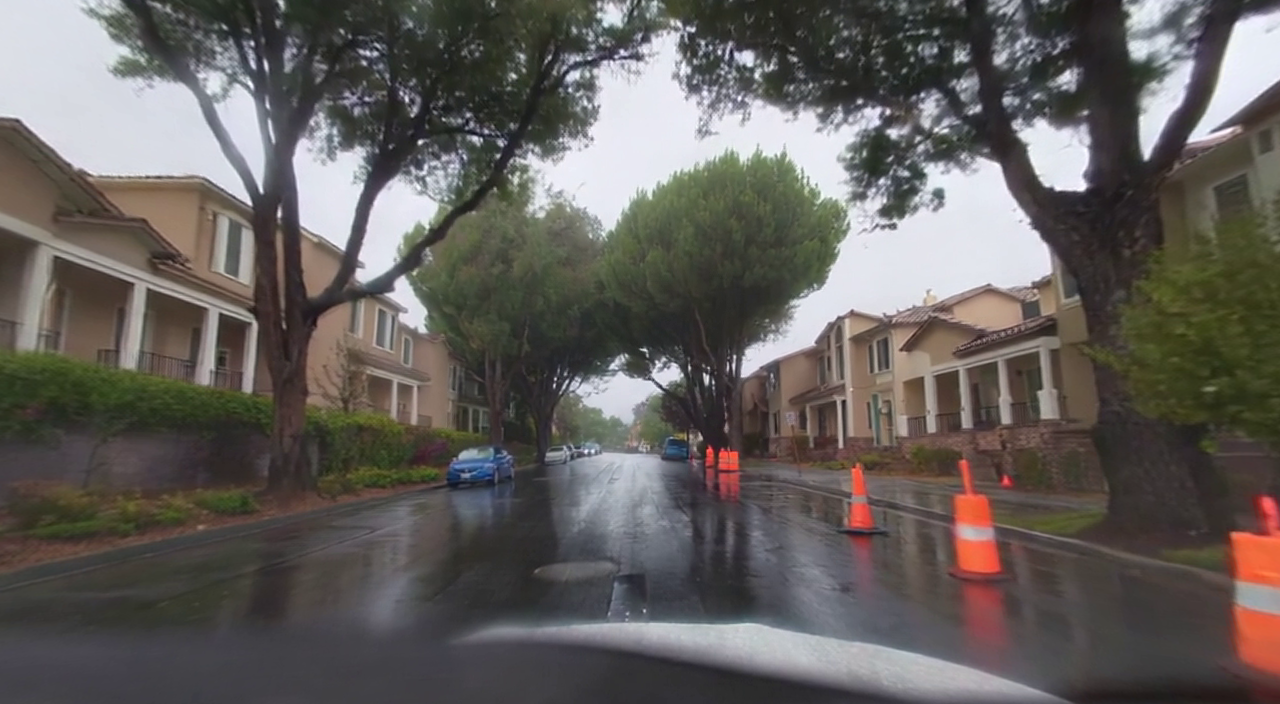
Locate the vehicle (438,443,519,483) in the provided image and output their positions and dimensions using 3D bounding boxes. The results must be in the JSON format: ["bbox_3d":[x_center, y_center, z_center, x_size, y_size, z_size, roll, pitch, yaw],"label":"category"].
[{"bbox_3d":[-6.624,4.604,26.456,2.137,1.481,4.503,0,-9,1],"label":"vehicle"}]
